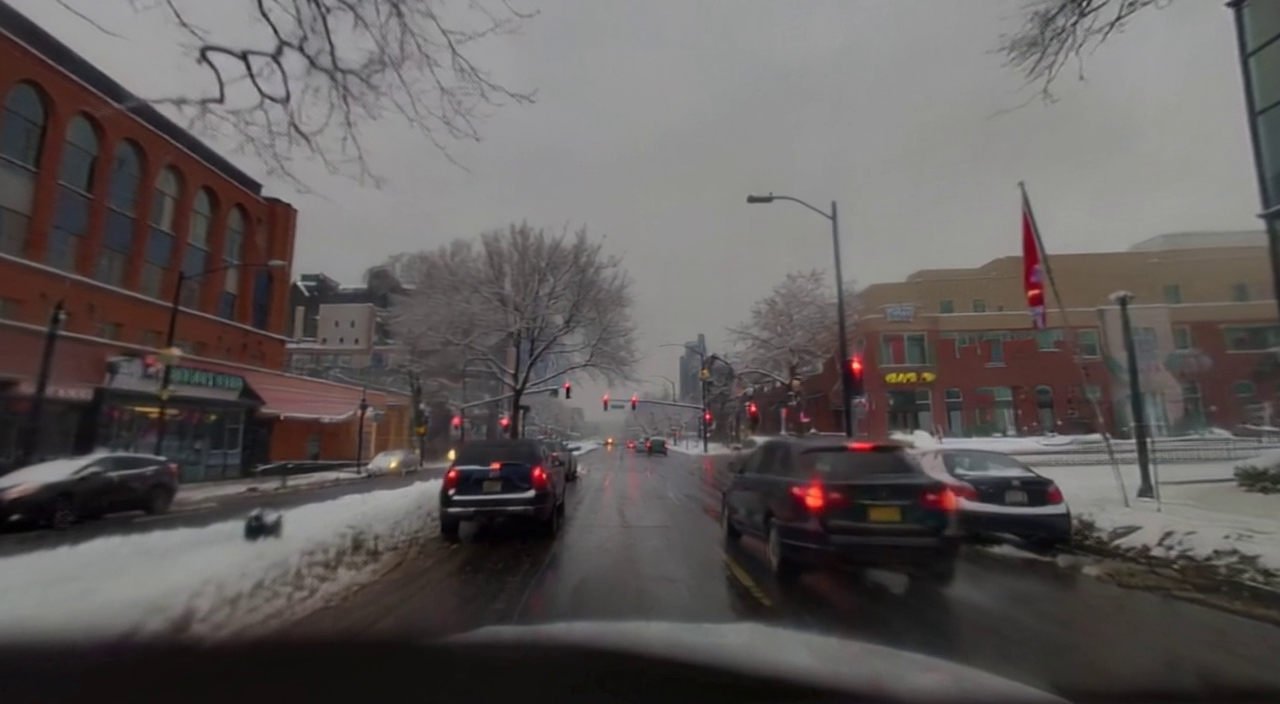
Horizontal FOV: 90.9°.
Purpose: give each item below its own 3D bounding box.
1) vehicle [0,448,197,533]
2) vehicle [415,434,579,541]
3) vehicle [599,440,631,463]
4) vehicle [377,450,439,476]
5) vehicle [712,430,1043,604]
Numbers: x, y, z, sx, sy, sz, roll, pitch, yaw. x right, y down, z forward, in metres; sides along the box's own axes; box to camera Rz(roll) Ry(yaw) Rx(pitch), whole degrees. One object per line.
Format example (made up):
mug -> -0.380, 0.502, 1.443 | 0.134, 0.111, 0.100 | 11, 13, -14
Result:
vehicle -> -13.357, 3.218, 15.346 | 2.000, 1.708, 4.494 | 1, -9, -3
vehicle -> -2.312, 2.195, 10.972 | 2.169, 1.427, 4.531 | 1, -9, -9
vehicle -> -1.756, 6.819, 43.350 | 2.102, 1.521, 4.078 | 1, -9, -3
vehicle -> -14.115, 6.744, 38.665 | 2.075, 1.472, 4.638 | 0, -9, 0
vehicle -> 2.311, 1.760, 7.710 | 2.150, 1.464, 4.467 | 1, -9, -2
